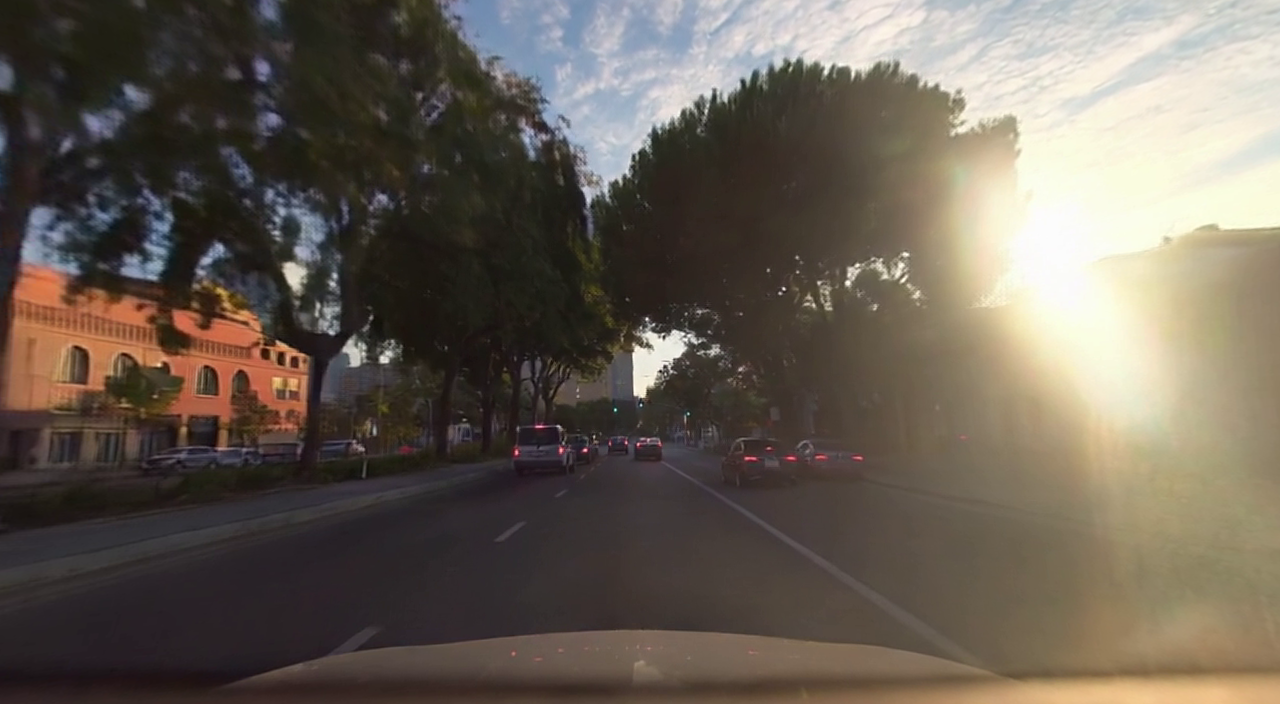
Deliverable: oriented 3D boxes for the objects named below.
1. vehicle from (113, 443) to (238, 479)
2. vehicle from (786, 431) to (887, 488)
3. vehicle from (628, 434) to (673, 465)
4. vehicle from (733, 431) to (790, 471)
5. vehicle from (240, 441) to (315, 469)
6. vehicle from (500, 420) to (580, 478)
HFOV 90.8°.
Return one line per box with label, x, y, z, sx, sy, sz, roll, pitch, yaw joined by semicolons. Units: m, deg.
vehicle;-22.148;5.181;30.455;2.111;1.554;5.163;0;-8;0
vehicle;6.536;3.621;21.562;2.164;1.727;3.955;0;-8;0
vehicle;0.528;5.445;35.381;2.201;1.589;3.843;0;-8;-4
vehicle;6.251;5.131;32.955;1.997;1.943;4.409;0;-8;-1
vehicle;-22.421;6.363;39.314;1.910;1.632;4.624;0;-8;0
vehicle;-3.658;3.689;24.163;2.223;1.957;4.845;0;-8;0
